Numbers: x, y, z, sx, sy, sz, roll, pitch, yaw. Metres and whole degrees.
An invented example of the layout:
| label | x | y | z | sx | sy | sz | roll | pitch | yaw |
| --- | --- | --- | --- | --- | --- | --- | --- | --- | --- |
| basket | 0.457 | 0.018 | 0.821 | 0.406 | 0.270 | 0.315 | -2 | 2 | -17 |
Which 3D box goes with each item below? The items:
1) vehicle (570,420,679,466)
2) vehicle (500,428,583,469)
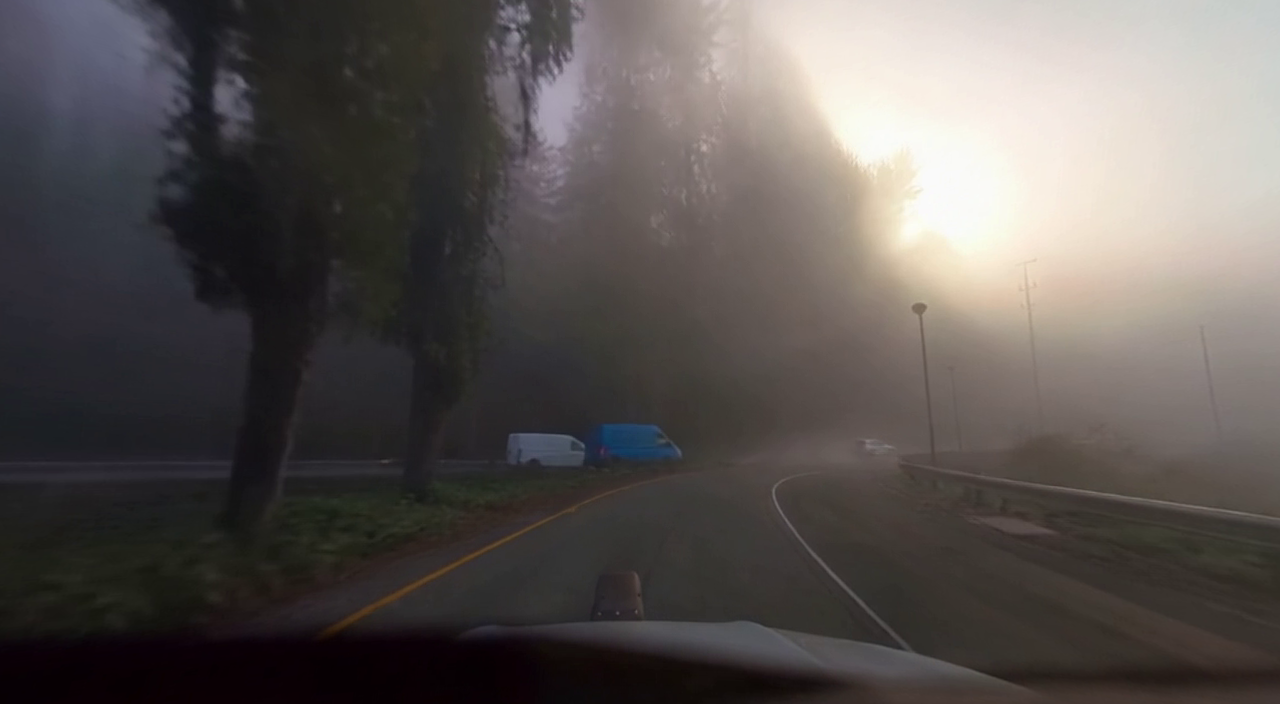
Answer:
| label | x | y | z | sx | sy | sz | roll | pitch | yaw |
| --- | --- | --- | --- | --- | --- | --- | --- | --- | --- |
| vehicle | -0.999 | 6.271 | 43.362 | 7.155 | 2.942 | 2.420 | 4 | -9 | -26 |
| vehicle | -6.357 | 6.195 | 40.717 | 4.784 | 2.535 | 2.203 | 4 | -9 | -26 |
